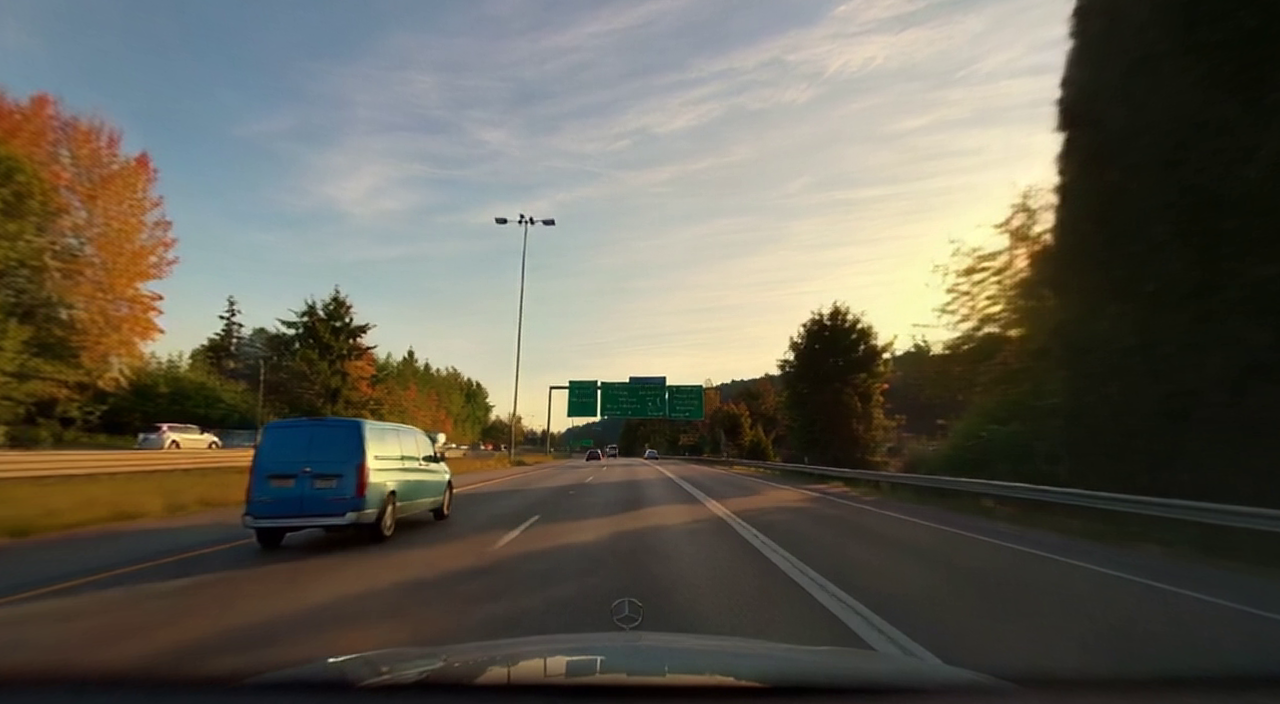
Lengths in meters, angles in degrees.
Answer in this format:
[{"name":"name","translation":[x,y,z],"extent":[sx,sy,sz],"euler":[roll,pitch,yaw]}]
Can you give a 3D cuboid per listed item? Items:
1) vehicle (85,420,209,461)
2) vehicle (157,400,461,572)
[{"name":"vehicle","translation":[-19.235,3.507,24.813],"extent":[1.879,1.492,3.607],"euler":[0,-9,0]},{"name":"vehicle","translation":[-4.126,1.753,8.925],"extent":[1.971,1.795,4.389],"euler":[0,-9,-2]}]
